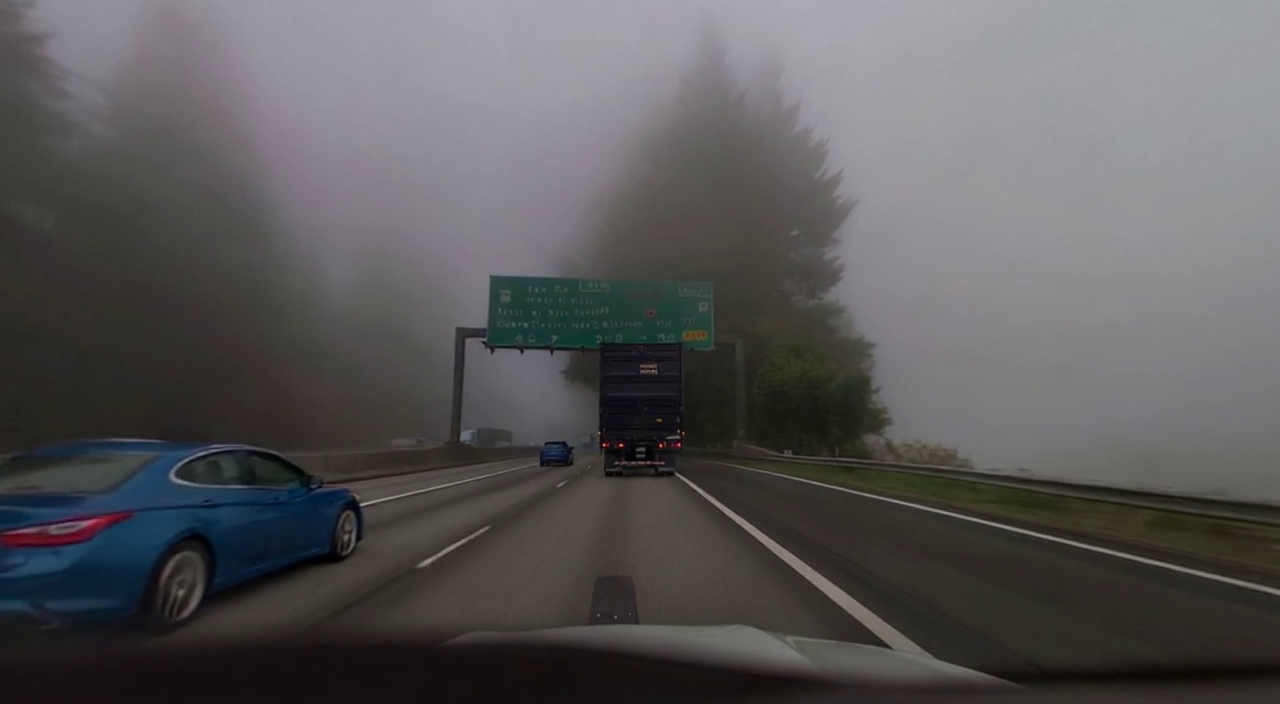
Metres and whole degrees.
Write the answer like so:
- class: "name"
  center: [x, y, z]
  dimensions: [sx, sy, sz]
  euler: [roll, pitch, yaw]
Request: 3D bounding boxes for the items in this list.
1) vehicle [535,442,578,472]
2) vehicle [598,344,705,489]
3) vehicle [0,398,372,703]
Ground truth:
- class: "vehicle"
  center: [-4.591, 5.814, 35.243]
  dimensions: [1.854, 1.530, 4.268]
  euler: [0, -8, 0]
- class: "vehicle"
  center: [0.246, 2.610, 23.613]
  dimensions: [3.073, 4.196, 10.546]
  euler: [0, -8, -1]
- class: "vehicle"
  center: [-4.227, 1.293, 4.955]
  dimensions: [2.116, 1.571, 4.849]
  euler: [0, -8, 0]
